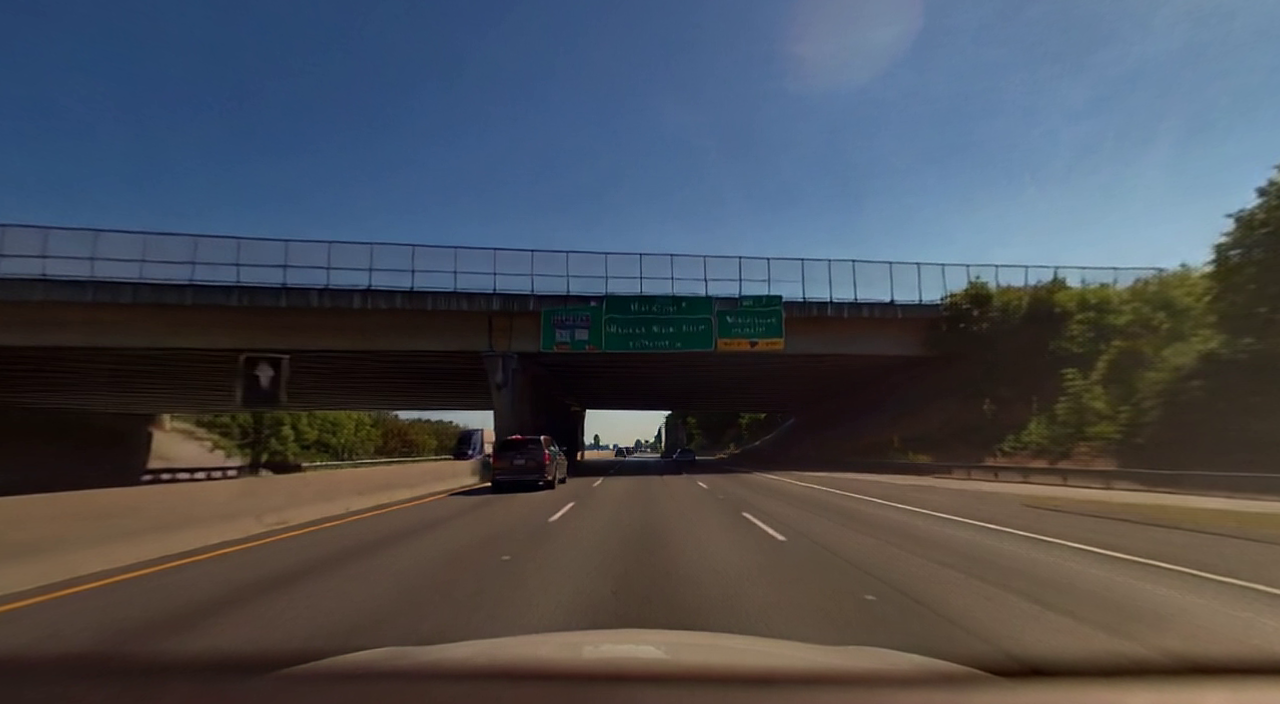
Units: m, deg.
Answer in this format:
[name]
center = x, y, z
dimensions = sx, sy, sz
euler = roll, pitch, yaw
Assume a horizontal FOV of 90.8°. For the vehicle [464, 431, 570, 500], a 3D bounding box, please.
[vehicle]
center = -3.509, 3.348, 18.984
dimensions = 2.238, 1.792, 4.518
euler = 0, -9, 0
